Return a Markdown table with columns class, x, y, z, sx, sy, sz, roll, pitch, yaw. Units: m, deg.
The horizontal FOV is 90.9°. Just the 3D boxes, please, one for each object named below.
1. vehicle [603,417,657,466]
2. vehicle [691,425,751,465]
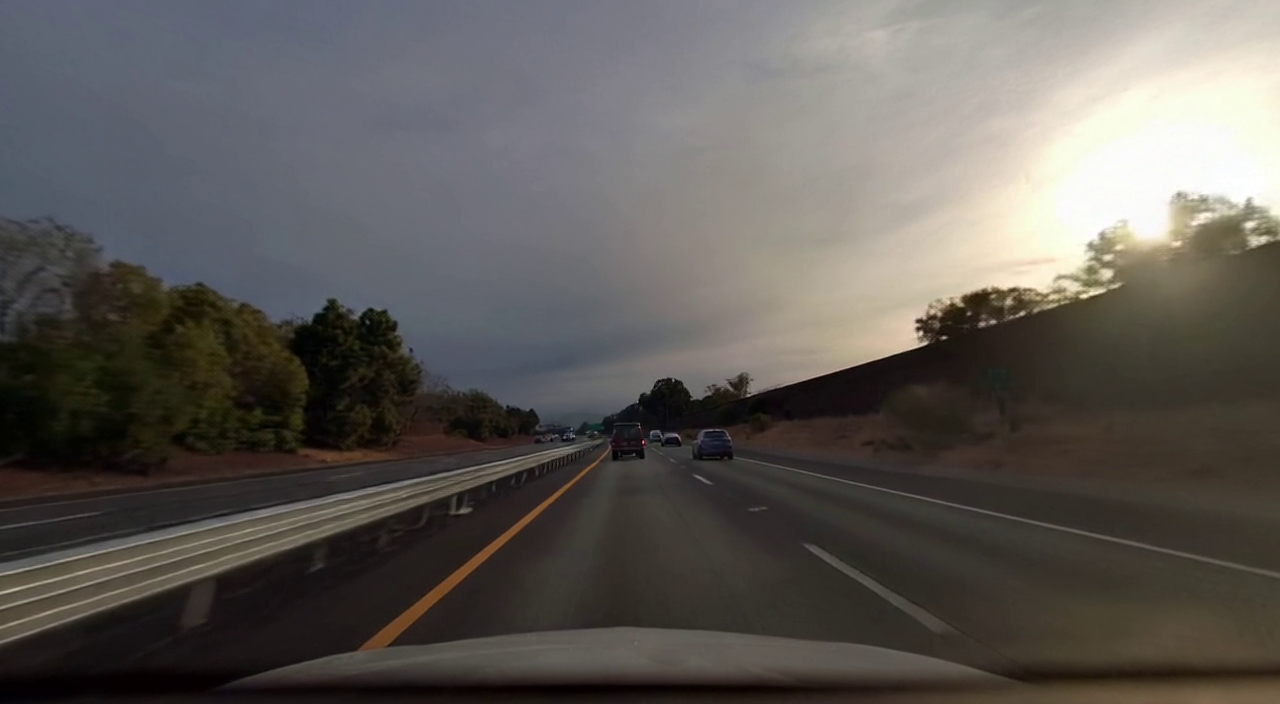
| class | x | y | z | sx | sy | sz | roll | pitch | yaw |
| --- | --- | --- | --- | --- | --- | --- | --- | --- | --- |
| vehicle | -0.472 | 4.073 | 28.901 | 2.270 | 2.044 | 4.633 | 0 | -8 | -2 |
| vehicle | 3.446 | 4.071 | 27.604 | 1.981 | 1.606 | 3.956 | 0 | -8 | -2 |
